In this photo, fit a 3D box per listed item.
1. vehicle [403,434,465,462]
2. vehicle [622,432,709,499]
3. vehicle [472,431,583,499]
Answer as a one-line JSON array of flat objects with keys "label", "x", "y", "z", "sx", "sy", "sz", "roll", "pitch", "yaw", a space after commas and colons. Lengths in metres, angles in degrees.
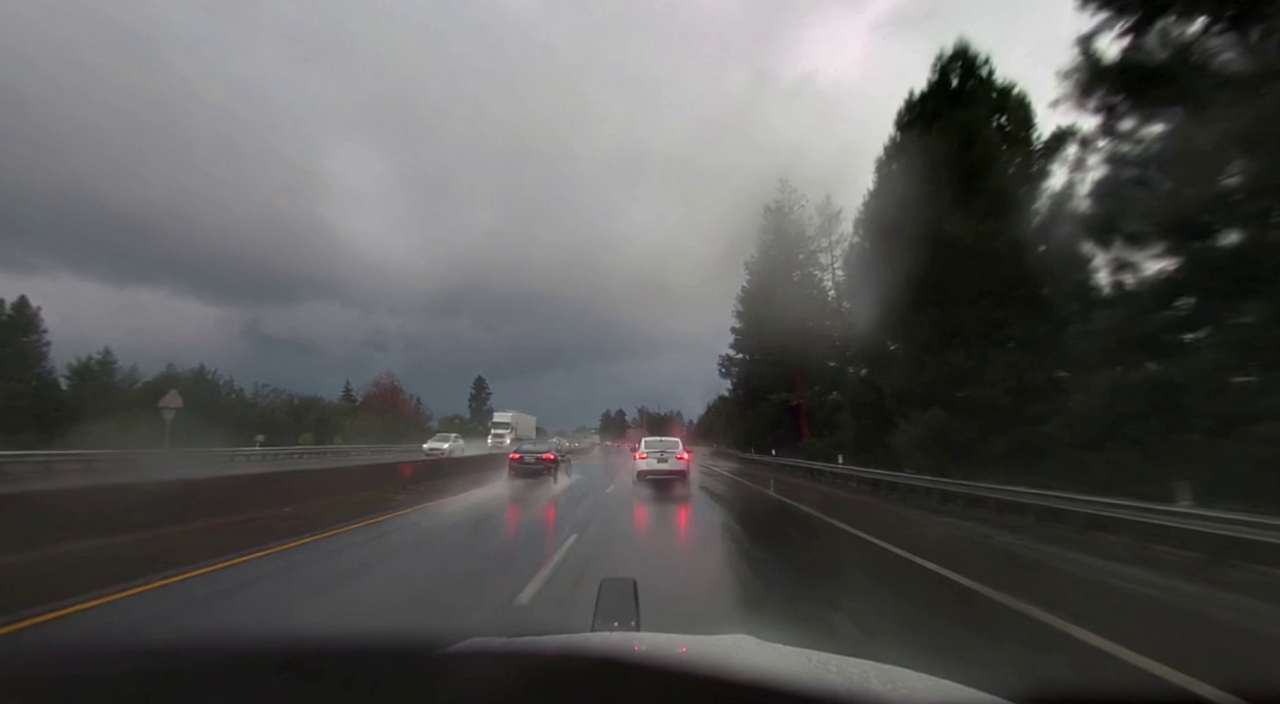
[{"label": "vehicle", "x": -12.040, "y": 5.639, "z": 37.113, "sx": 2.079, "sy": 1.509, "sz": 4.441, "roll": -1, "pitch": -8, "yaw": 1}, {"label": "vehicle", "x": 0.604, "y": 3.053, "z": 17.453, "sx": 2.055, "sy": 1.566, "sz": 5.046, "roll": -1, "pitch": -8, "yaw": 0}, {"label": "vehicle", "x": -2.841, "y": 2.971, "z": 16.966, "sx": 2.178, "sy": 1.559, "sz": 4.254, "roll": -1, "pitch": -8, "yaw": 0}]
